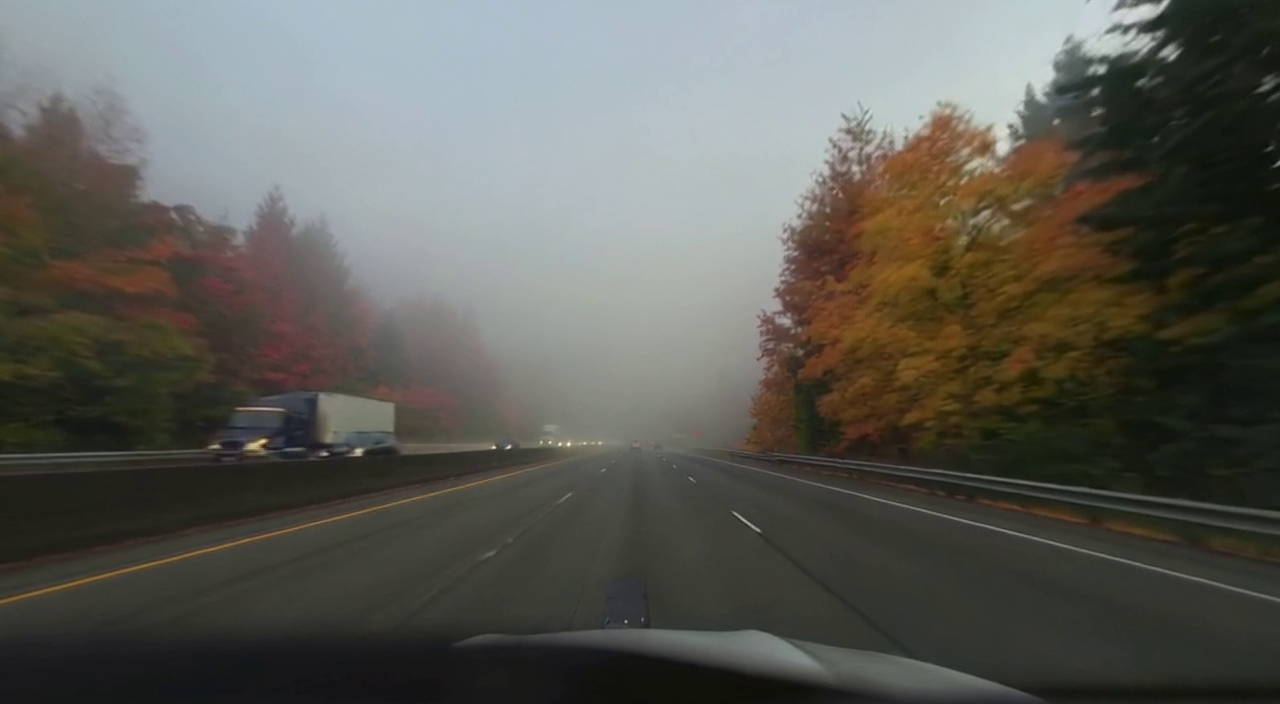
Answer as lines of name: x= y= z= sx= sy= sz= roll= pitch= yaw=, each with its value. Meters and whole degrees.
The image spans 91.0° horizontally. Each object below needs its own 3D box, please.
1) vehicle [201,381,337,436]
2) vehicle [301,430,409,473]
vehicle: x=-14.985 y=2.440 z=25.909 sx=2.091 sy=1.991 sz=5.483 roll=0 pitch=-8 yaw=2
vehicle: x=-11.265 y=3.972 z=25.319 sx=2.034 sy=1.525 sz=4.766 roll=0 pitch=-8 yaw=1
